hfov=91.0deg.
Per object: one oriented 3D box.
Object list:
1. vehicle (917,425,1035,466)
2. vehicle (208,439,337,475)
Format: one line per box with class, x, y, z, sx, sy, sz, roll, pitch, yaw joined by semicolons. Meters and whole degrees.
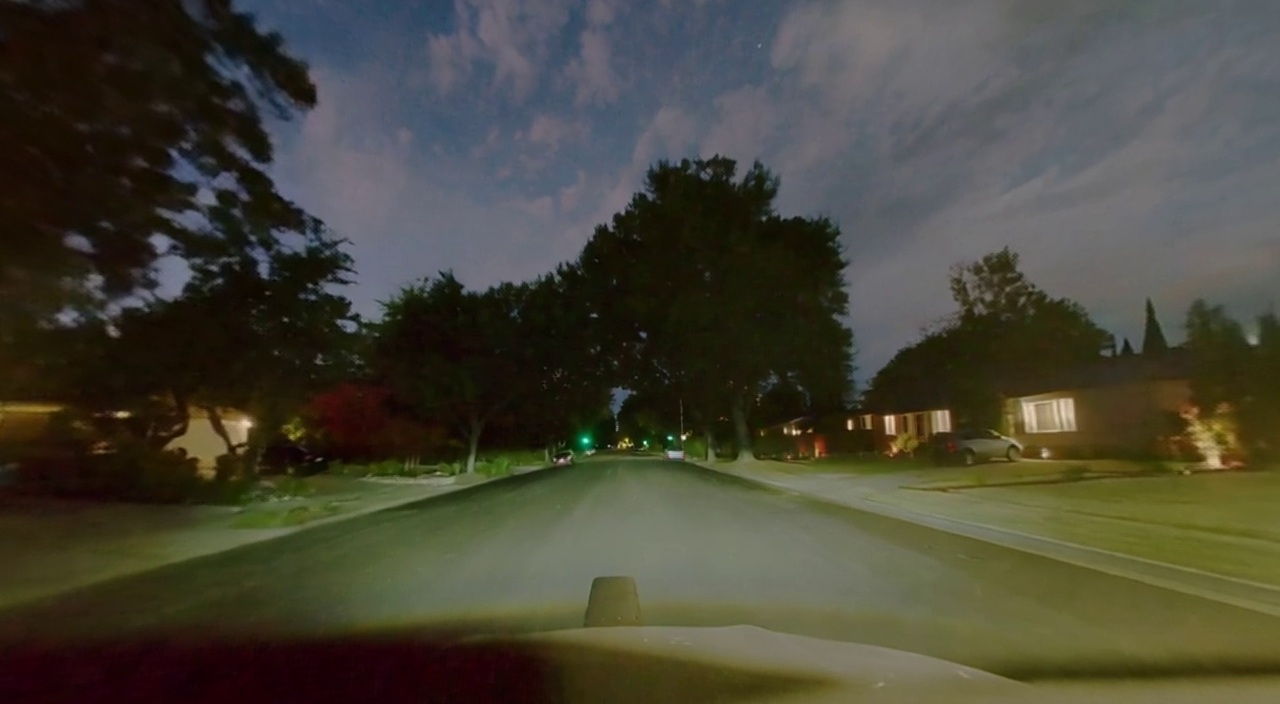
vehicle;15.101;4.186;28.340;4.468;1.728;2.135;3;-9;-20
vehicle;-16.015;4.606;27.620;4.351;1.474;2.015;0;-9;-2
